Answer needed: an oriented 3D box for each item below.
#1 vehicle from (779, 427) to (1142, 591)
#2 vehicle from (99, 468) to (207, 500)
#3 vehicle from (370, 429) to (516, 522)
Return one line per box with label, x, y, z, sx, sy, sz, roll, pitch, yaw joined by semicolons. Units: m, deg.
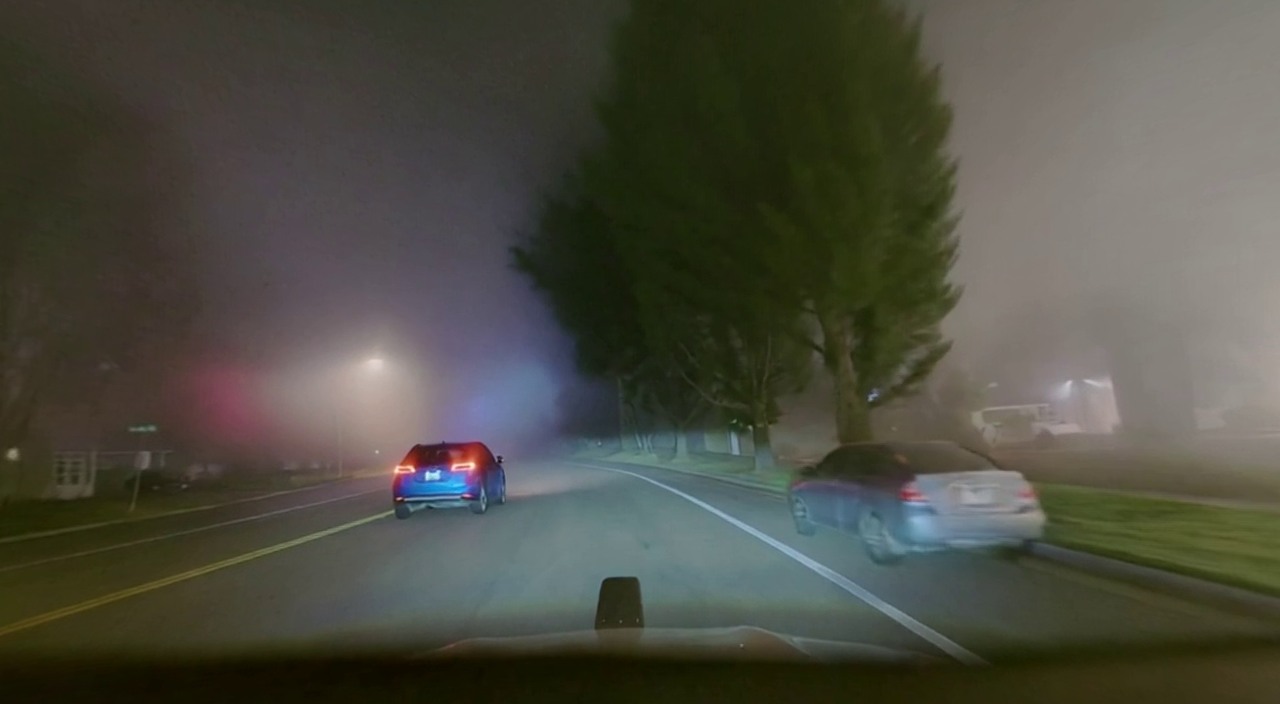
vehicle;3.414;1.733;7.949;1.928;1.447;4.386;1;-8;-6
vehicle;-24.366;6.615;31.735;3.892;1.323;1.741;0;-7;-9
vehicle;-4.282;2.743;14.611;2.175;1.772;4.442;0;-8;-4
